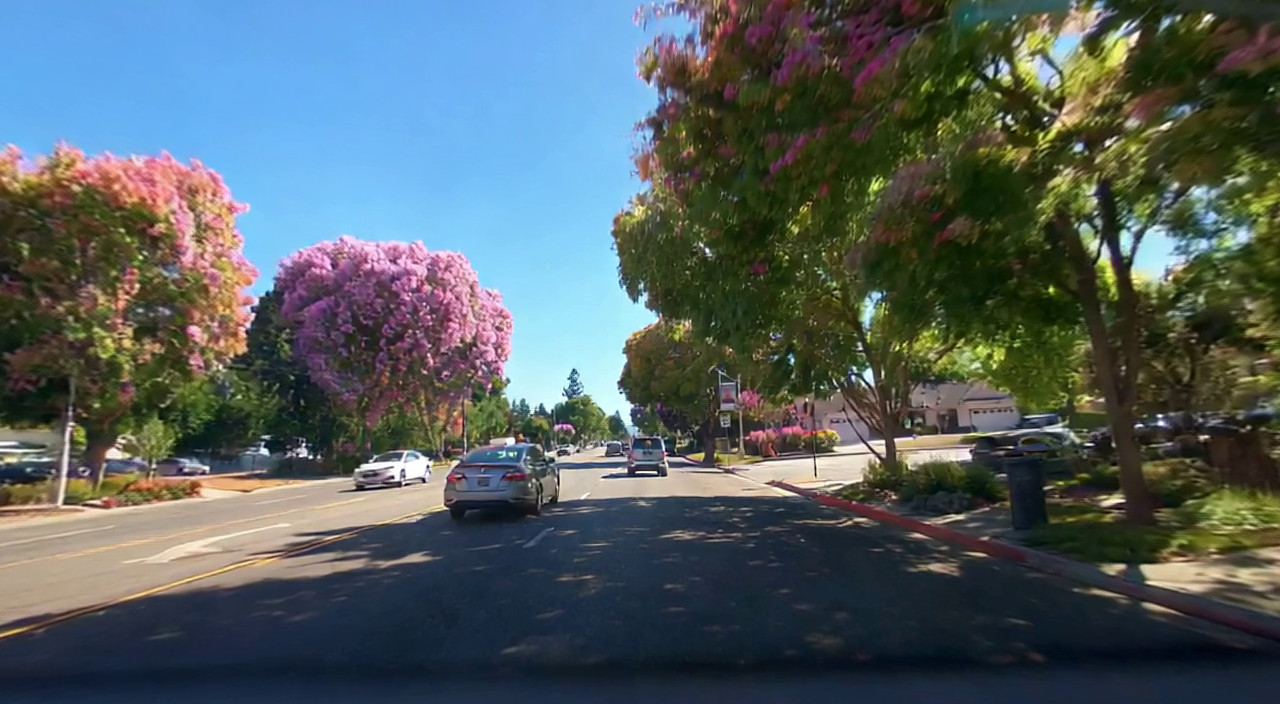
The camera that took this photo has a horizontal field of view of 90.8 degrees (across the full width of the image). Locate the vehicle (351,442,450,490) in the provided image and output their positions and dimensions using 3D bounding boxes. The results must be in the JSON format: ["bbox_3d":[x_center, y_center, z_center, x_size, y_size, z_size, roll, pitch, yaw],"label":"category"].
[{"bbox_3d":[-9.551,4.543,25.679,2.190,1.744,4.612,0,-8,0],"label":"vehicle"}]

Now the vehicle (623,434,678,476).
[{"bbox_3d":[0.462,4.797,29.583,2.376,1.801,4.317,0,-8,0],"label":"vehicle"}]

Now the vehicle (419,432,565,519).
[{"bbox_3d":[-3.058,2.657,14.106,2.167,1.634,4.220,0,-8,1],"label":"vehicle"}]

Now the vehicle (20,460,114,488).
[{"bbox_3d":[-31.191,6.648,34.447,3.451,1.425,1.616,0,-8,0],"label":"vehicle"}]

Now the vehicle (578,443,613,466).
[{"bbox_3d":[-2.877,6.785,41.846,2.001,1.431,4.389,0,-8,1],"label":"vehicle"}]
